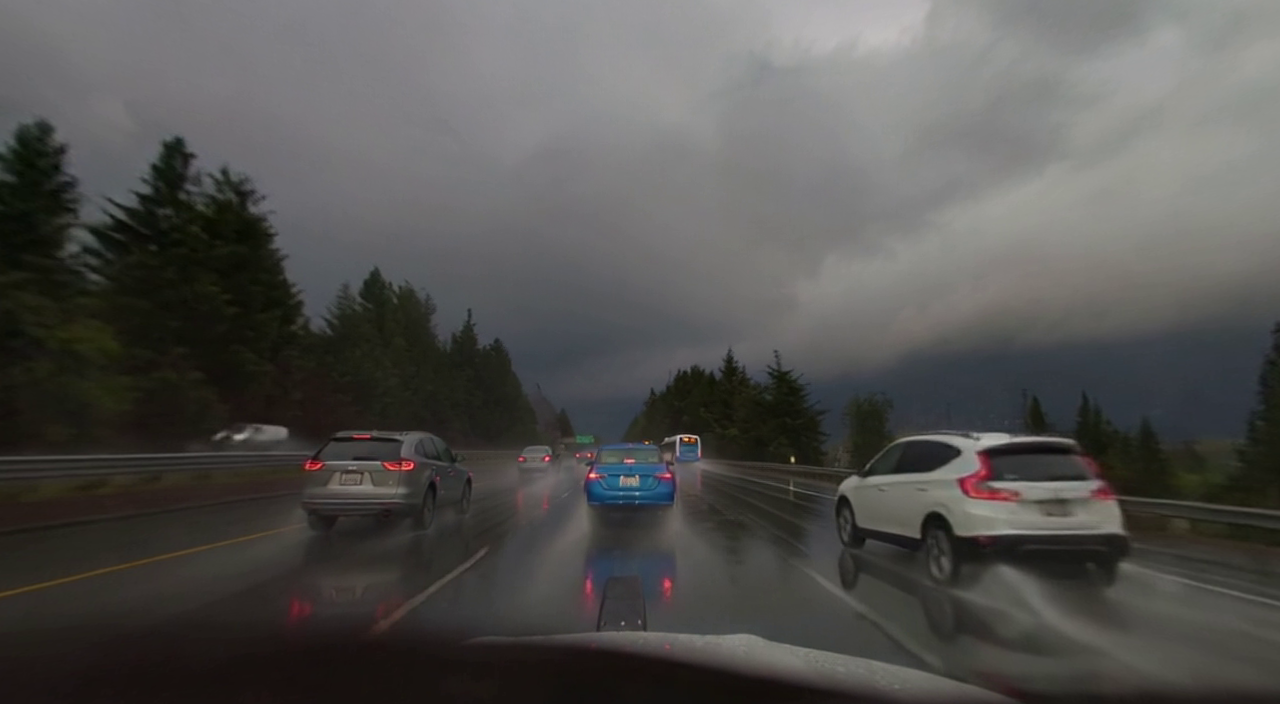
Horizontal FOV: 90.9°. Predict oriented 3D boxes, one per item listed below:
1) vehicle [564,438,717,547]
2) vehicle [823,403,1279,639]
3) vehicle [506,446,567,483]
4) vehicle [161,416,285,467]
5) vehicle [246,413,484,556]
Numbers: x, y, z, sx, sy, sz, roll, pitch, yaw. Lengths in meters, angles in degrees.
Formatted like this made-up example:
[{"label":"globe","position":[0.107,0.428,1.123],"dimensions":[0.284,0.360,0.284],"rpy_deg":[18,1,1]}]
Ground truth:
[{"label":"vehicle","position":[-0.058,2.279,10.893],"dimensions":[2.120,1.478,4.179],"rpy_deg":[0,-9,-2]},{"label":"vehicle","position":[3.649,1.544,6.731],"dimensions":[1.996,1.688,4.207],"rpy_deg":[0,-9,-2]},{"label":"vehicle","position":[-4.484,4.932,27.888],"dimensions":[2.122,1.491,3.800],"rpy_deg":[0,-9,-1]},{"label":"vehicle","position":[-17.351,3.805,26.586],"dimensions":[2.088,1.974,4.664],"rpy_deg":[0,-9,-2]},{"label":"vehicle","position":[-3.835,1.916,9.725],"dimensions":[1.830,1.703,4.142],"rpy_deg":[0,-9,-1]}]
